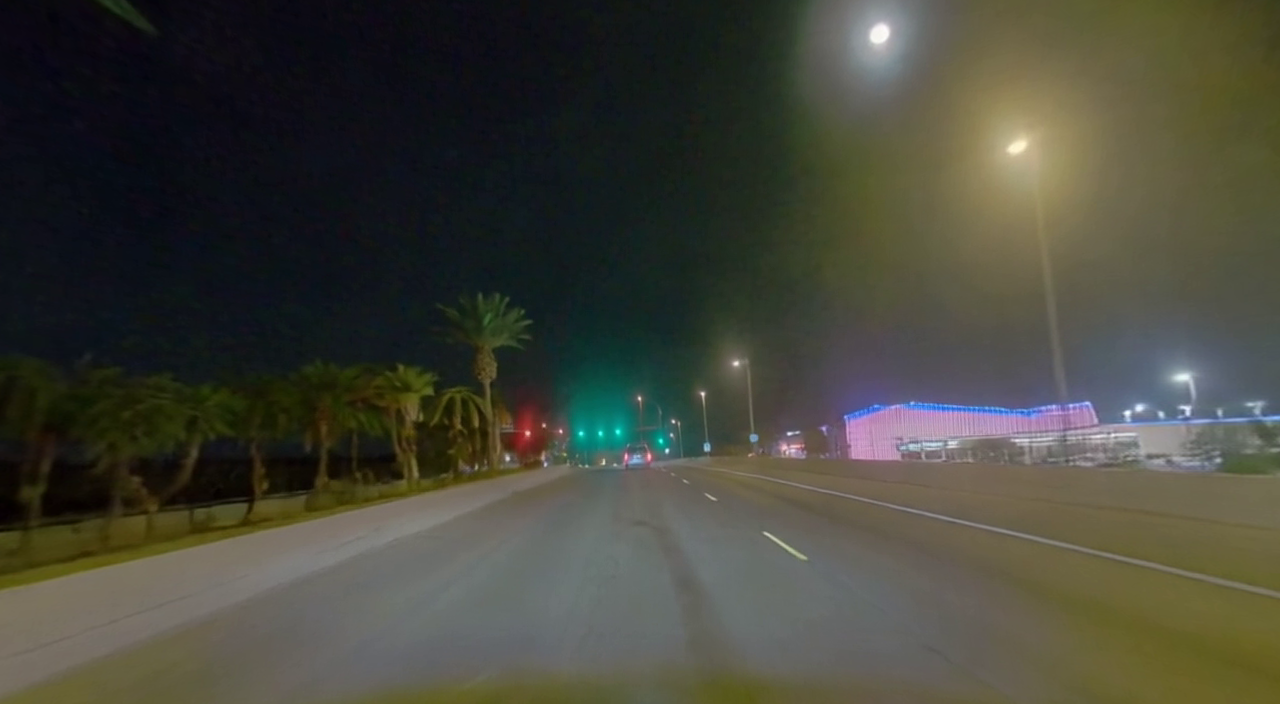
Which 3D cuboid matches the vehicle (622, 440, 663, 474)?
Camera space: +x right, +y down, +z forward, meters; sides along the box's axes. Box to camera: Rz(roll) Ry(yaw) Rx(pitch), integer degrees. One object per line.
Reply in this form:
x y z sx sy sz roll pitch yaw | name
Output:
0.116 5.680 34.322 2.089 1.718 4.193 0 -9 -1 | vehicle

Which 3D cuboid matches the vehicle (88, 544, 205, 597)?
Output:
-29.731 13.162 38.260 2.309 1.963 5.918 -1 -8 0 | vehicle
